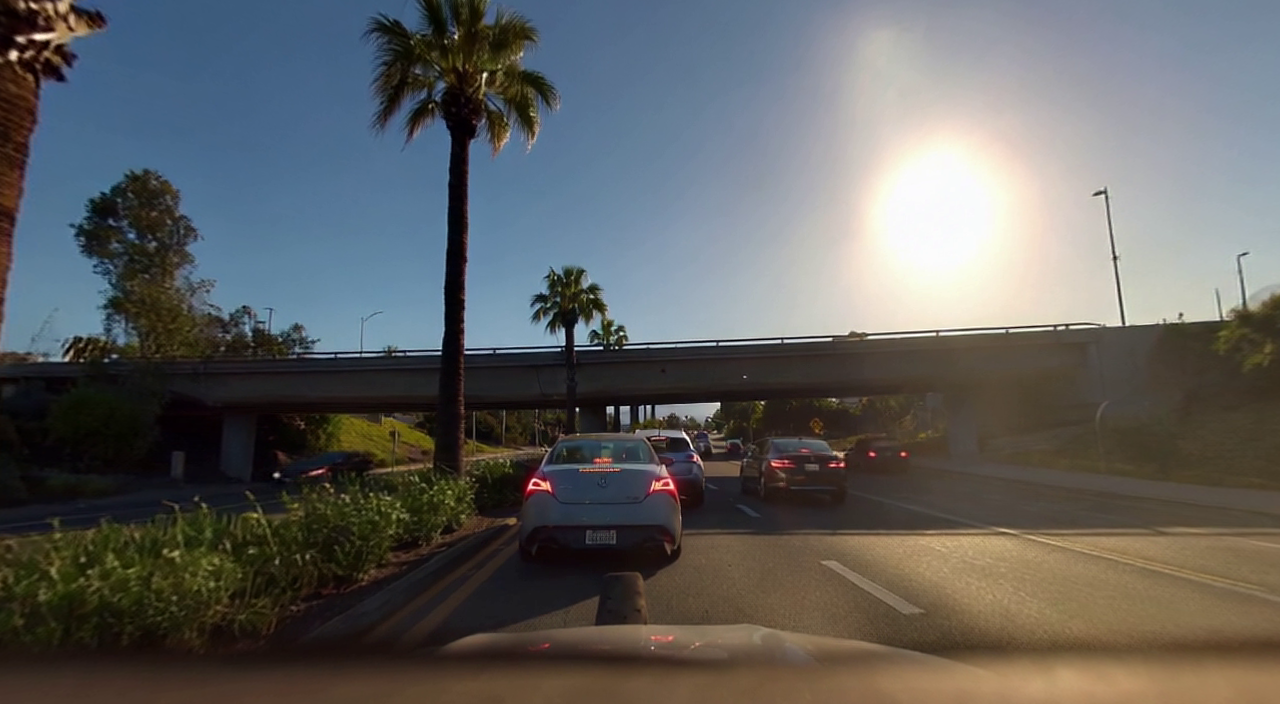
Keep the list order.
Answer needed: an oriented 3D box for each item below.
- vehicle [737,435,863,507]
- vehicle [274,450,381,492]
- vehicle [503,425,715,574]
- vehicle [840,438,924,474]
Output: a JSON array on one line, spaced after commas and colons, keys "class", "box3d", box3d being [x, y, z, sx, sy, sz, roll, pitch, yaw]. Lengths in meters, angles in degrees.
[{"class": "vehicle", "box3d": [3.817, 2.928, 15.975, 2.034, 1.517, 4.840, 0, -8, 1]}, {"class": "vehicle", "box3d": [-12.295, 4.670, 25.064, 1.933, 1.486, 4.449, 0, -8, 0]}, {"class": "vehicle", "box3d": [-0.254, 1.819, 8.521, 2.172, 1.506, 4.018, 0, -8, 2]}, {"class": "vehicle", "box3d": [10.855, 4.698, 28.524, 2.100, 1.469, 4.772, 0, -9, 3]}]
